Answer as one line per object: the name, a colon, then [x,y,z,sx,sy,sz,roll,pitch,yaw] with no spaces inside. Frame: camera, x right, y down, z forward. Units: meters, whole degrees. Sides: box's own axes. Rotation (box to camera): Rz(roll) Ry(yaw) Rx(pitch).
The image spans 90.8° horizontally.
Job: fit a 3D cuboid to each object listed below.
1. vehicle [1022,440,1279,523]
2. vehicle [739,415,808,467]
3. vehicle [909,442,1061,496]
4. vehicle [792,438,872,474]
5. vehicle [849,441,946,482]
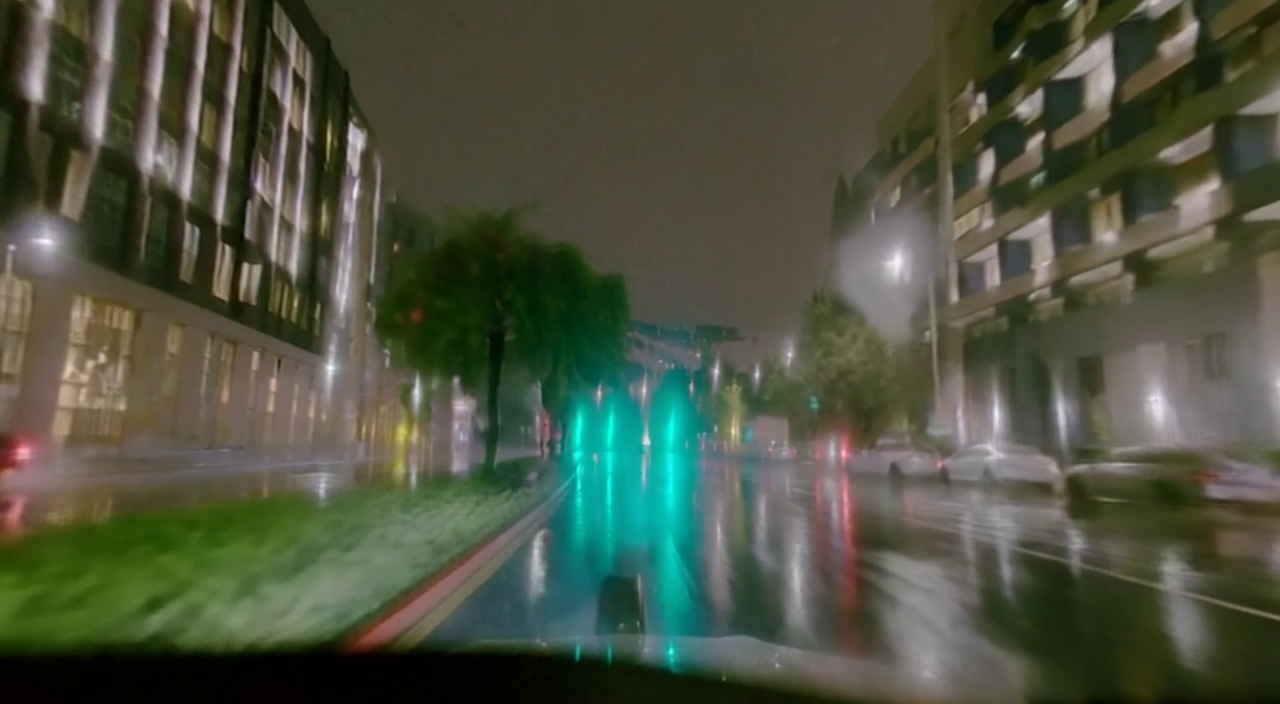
vehicle: [10.905,2.707,13.863,1.838,1.466,4.704,1,-9,-4]
vehicle: [8.959,6.084,43.202,2.853,3.253,6.441,0,-9,-4]
vehicle: [10.564,3.597,19.887,1.895,1.467,4.885,0,-9,-2]
vehicle: [9.848,5.398,33.015,2.050,1.699,5.584,1,-9,-4]
vehicle: [10.361,4.426,25.820,1.801,1.489,4.339,1,-9,-6]
